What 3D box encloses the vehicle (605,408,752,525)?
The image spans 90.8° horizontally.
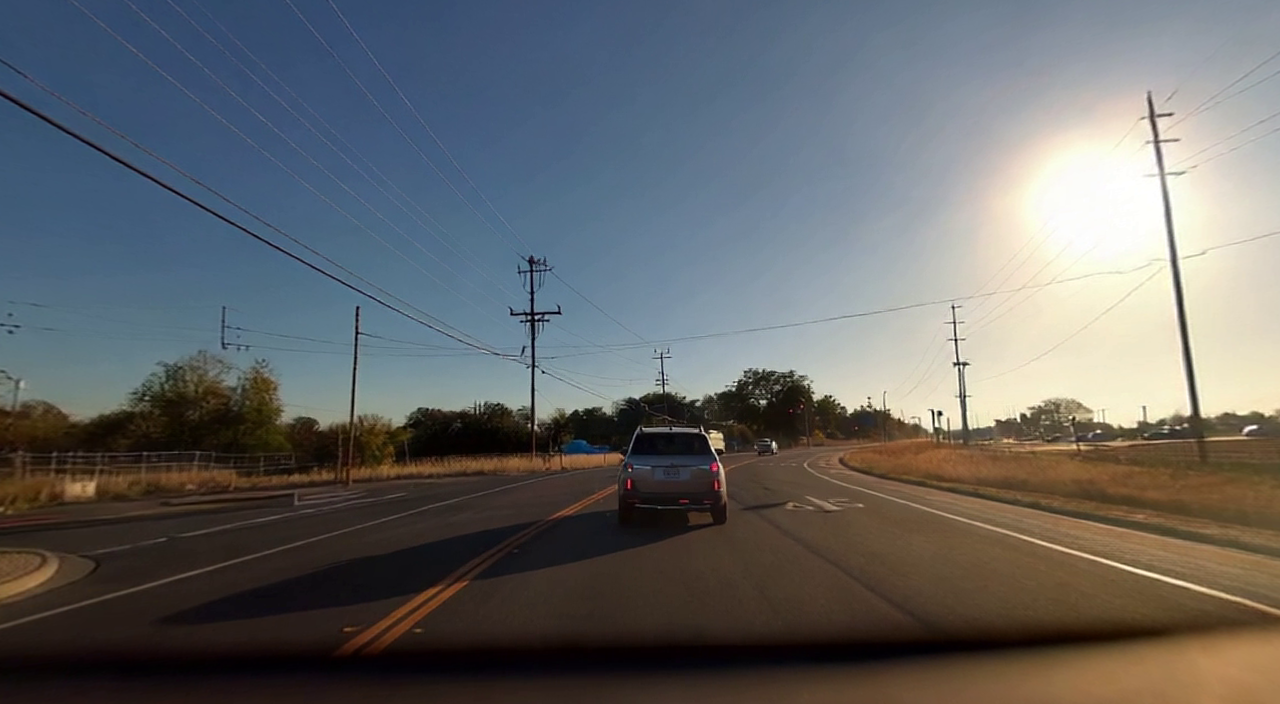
[{"bbox_3d":[0.678,2.192,12.539,2.364,1.859,4.538,0,-9,2],"label":"vehicle"}]
